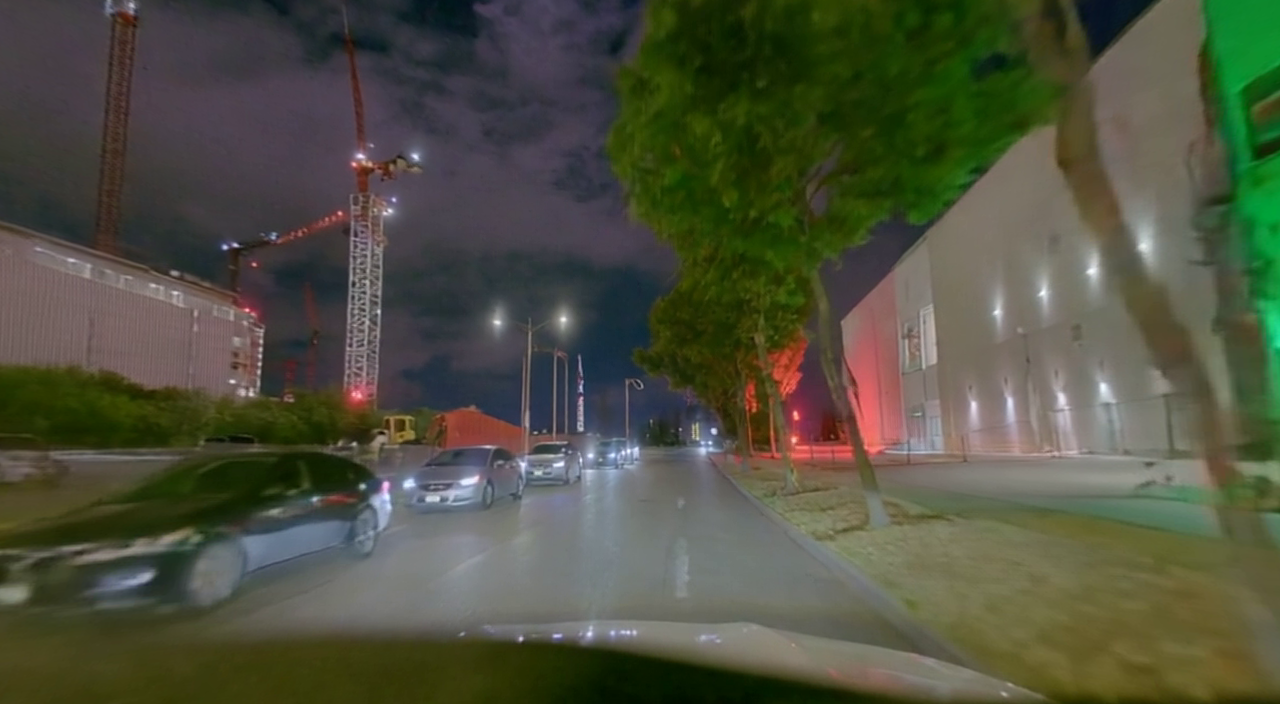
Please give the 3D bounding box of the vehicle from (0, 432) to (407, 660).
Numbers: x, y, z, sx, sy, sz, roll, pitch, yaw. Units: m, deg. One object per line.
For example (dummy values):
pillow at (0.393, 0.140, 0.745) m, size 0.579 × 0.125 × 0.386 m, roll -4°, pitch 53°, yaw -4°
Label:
vehicle at (-4.025, 1.527, 6.108) m, size 1.806 × 1.451 × 3.878 m, roll -1°, pitch -8°, yaw 4°

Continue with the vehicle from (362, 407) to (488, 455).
vehicle at (-11.654, 4.346, 34.362) m, size 6.039 × 2.449 × 2.273 m, roll -2°, pitch -8°, yaw 10°

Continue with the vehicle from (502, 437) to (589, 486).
vehicle at (-3.021, 3.585, 21.065) m, size 1.948 × 1.460 × 4.394 m, roll -1°, pitch -8°, yaw 4°

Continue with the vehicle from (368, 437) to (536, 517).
vehicle at (-3.746, 2.544, 13.528) m, size 1.996 × 1.411 × 4.370 m, roll -1°, pitch -8°, yaw 4°
